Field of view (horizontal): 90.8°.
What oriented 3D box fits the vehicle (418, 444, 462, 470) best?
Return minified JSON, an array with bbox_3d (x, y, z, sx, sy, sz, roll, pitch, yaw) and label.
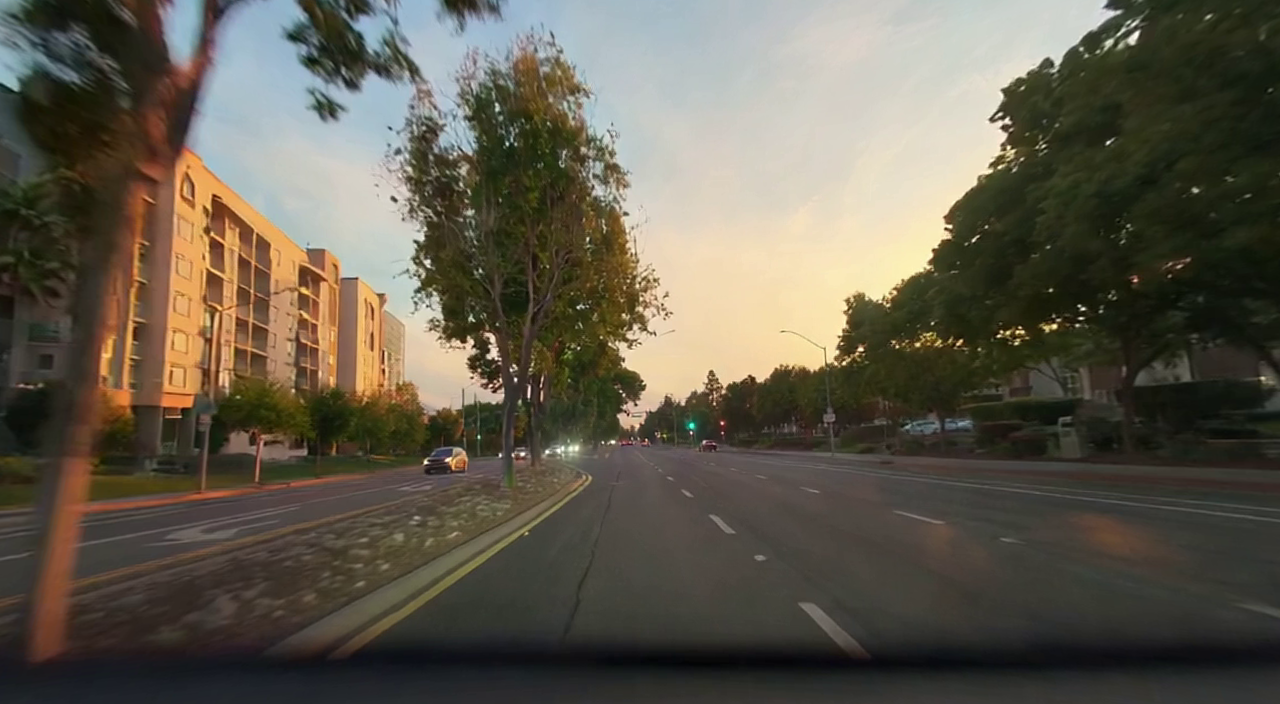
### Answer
[{"bbox_3d":[-15.370,8.095,48.777,2.038,1.857,5.078,0,-9,-4],"label":"vehicle"}]
